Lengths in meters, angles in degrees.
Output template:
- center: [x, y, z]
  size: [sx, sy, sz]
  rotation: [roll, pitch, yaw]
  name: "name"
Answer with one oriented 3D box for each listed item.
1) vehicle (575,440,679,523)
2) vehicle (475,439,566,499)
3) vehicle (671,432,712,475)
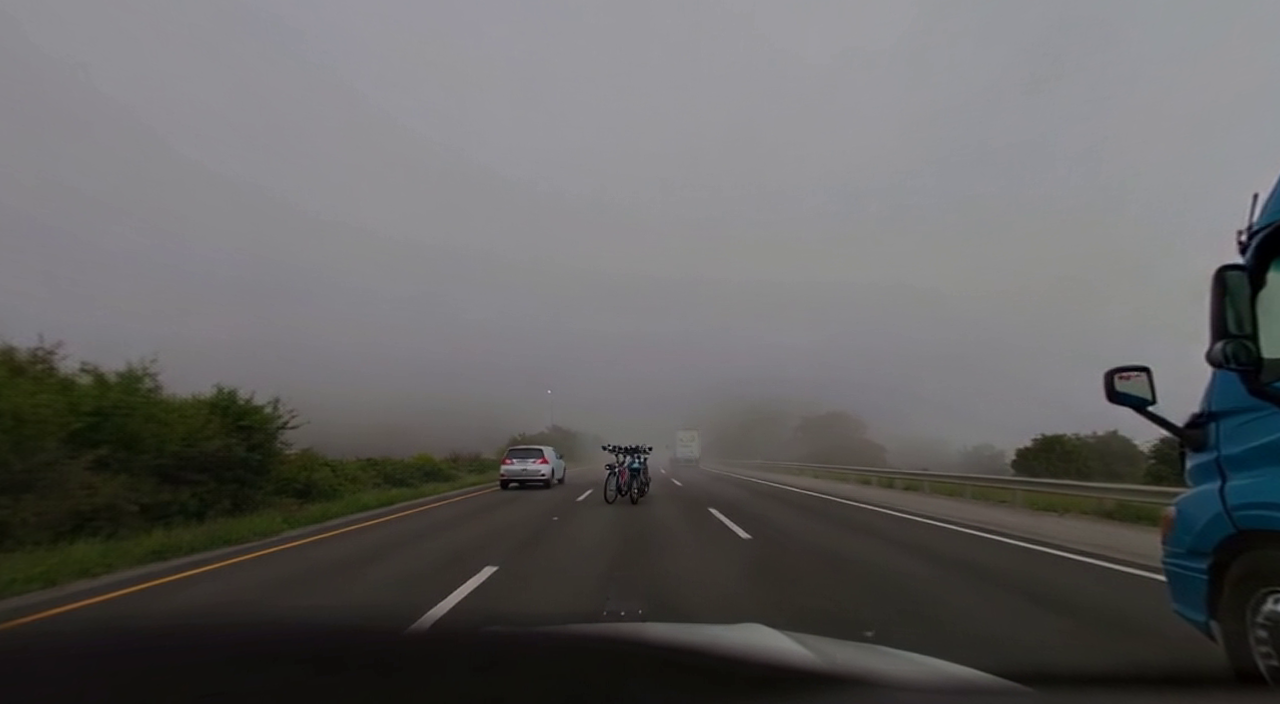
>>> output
- center: [-0.234, 2.757, 13.851]
  size: [1.973, 1.574, 3.426]
  rotation: [0, -9, 0]
  name: "vehicle"
- center: [-3.702, 3.716, 20.382]
  size: [1.985, 1.671, 4.604]
  rotation: [0, -9, 1]
  name: "vehicle"
- center: [3.445, 6.934, 43.195]
  size: [2.234, 2.679, 5.372]
  rotation: [0, -9, -1]
  name: "vehicle"
